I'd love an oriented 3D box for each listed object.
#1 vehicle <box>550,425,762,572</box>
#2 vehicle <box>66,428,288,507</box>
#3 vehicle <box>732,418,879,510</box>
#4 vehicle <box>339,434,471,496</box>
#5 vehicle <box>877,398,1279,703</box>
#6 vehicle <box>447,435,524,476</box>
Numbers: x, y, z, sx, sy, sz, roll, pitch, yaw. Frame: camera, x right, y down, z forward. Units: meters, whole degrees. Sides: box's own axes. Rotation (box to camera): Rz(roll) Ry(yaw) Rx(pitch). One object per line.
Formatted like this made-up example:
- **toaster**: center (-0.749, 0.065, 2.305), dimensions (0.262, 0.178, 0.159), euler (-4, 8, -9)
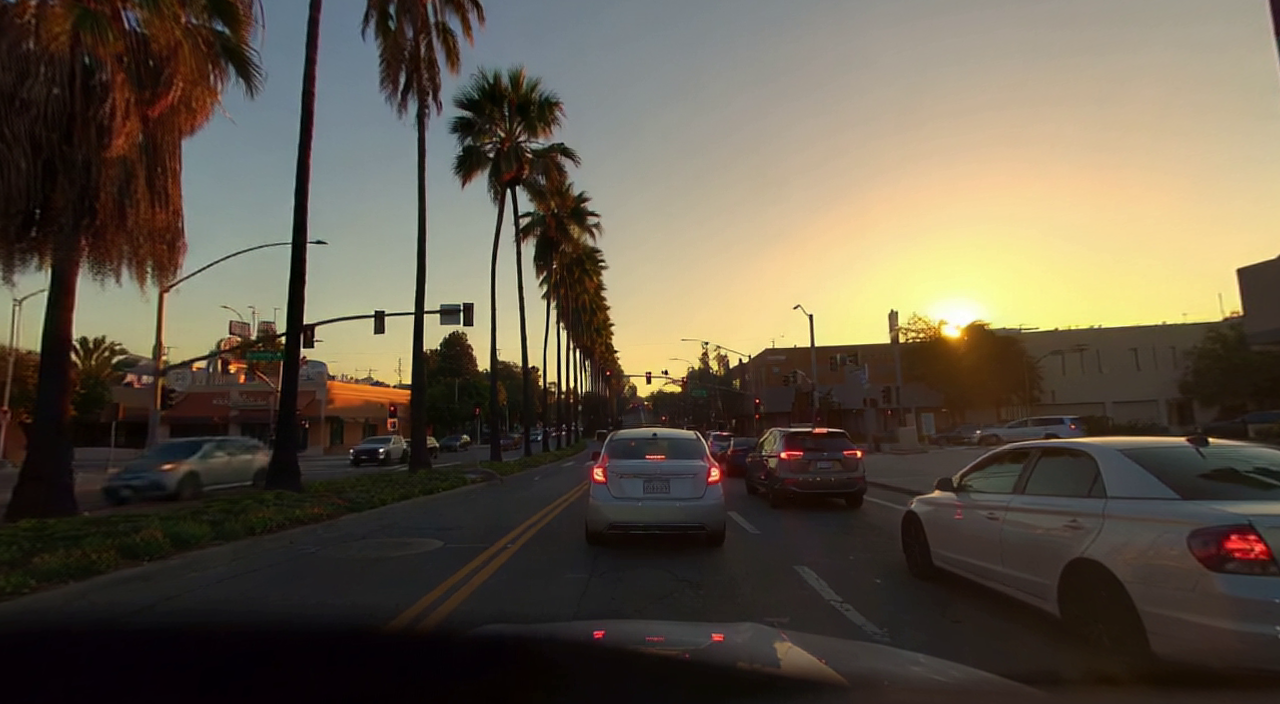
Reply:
- **vehicle**: center (0.174, 1.786, 8.463), dimensions (2.140, 1.474, 4.026), euler (0, -8, 0)
- **vehicle**: center (-11.271, 2.833, 15.910), dimensions (2.034, 1.680, 4.543), euler (0, -8, 2)
- **vehicle**: center (3.495, 2.463, 14.303), dimensions (2.169, 1.751, 4.276), euler (0, -8, 0)
- **vehicle**: center (-6.256, 3.045, 17.386), dimensions (1.900, 1.487, 4.165), euler (0, -8, 2)
- **vehicle**: center (3.535, 1.223, 4.477), dimensions (1.910, 1.490, 4.661), euler (0, -8, 0)
- **vehicle**: center (-6.043, 4.096, 25.215), dimensions (1.822, 1.456, 4.396), euler (-1, -8, 2)
